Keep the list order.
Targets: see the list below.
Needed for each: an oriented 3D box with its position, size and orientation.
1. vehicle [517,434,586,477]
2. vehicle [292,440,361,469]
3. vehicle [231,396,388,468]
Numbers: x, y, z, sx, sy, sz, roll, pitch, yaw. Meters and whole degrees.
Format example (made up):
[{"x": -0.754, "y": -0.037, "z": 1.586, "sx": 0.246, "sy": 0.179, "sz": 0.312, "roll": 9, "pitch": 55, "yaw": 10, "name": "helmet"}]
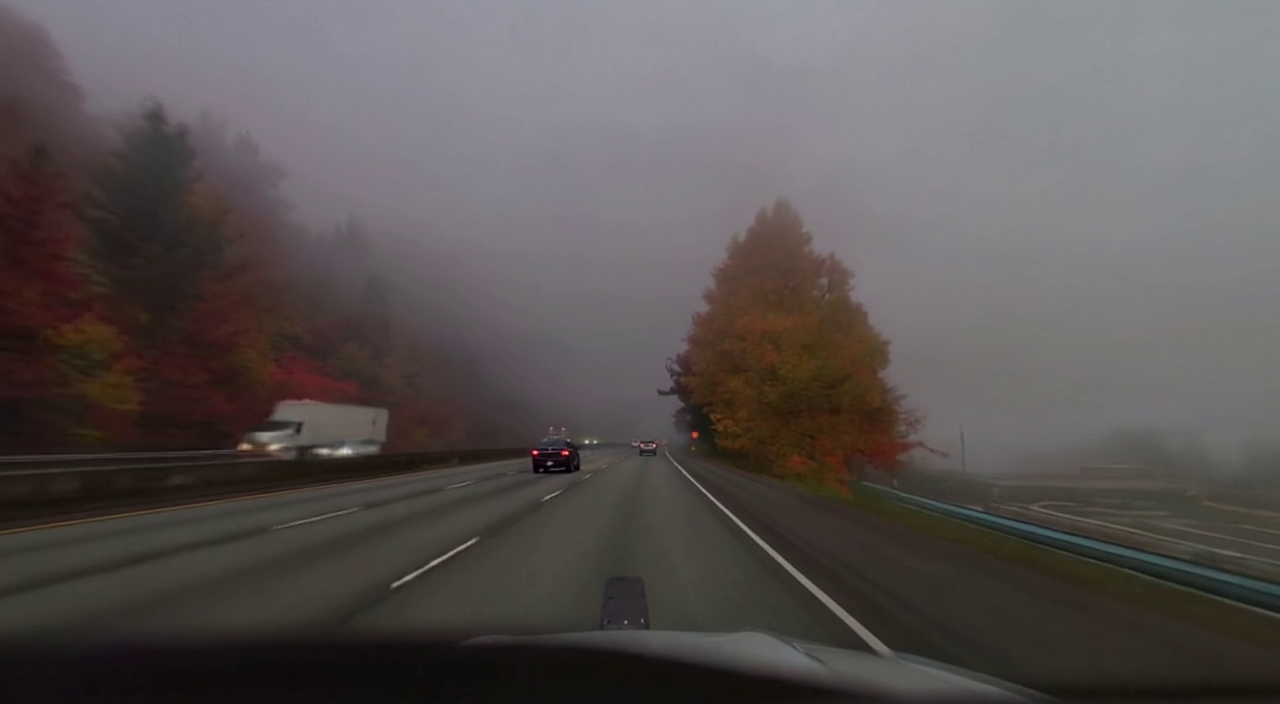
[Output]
[{"x": -3.588, "y": 4.290, "z": 26.393, "sx": 2.123, "sy": 1.643, "sz": 4.479, "roll": 0, "pitch": -8, "yaw": 2, "name": "vehicle"}, {"x": -18.709, "y": 6.093, "z": 37.751, "sx": 1.907, "sy": 1.638, "sz": 4.207, "roll": 0, "pitch": -8, "yaw": 2, "name": "vehicle"}, {"x": -22.153, "y": 5.709, "z": 43.912, "sx": 2.969, "sy": 4.178, "sz": 14.398, "roll": 0, "pitch": -8, "yaw": 1, "name": "vehicle"}]
